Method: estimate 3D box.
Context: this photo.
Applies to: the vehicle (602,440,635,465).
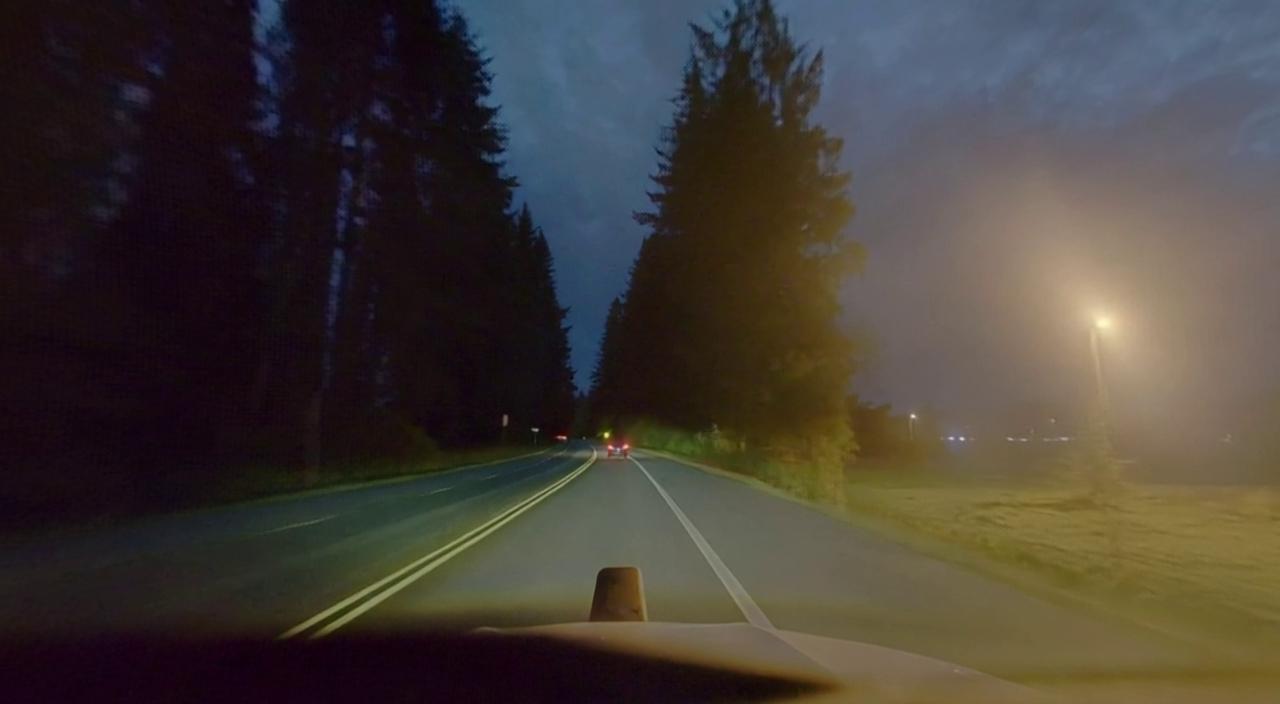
[{"bbox_3d":[-1.363,6.543,41.149,2.042,1.489,3.963,0,-9,-2],"label":"vehicle"}]
